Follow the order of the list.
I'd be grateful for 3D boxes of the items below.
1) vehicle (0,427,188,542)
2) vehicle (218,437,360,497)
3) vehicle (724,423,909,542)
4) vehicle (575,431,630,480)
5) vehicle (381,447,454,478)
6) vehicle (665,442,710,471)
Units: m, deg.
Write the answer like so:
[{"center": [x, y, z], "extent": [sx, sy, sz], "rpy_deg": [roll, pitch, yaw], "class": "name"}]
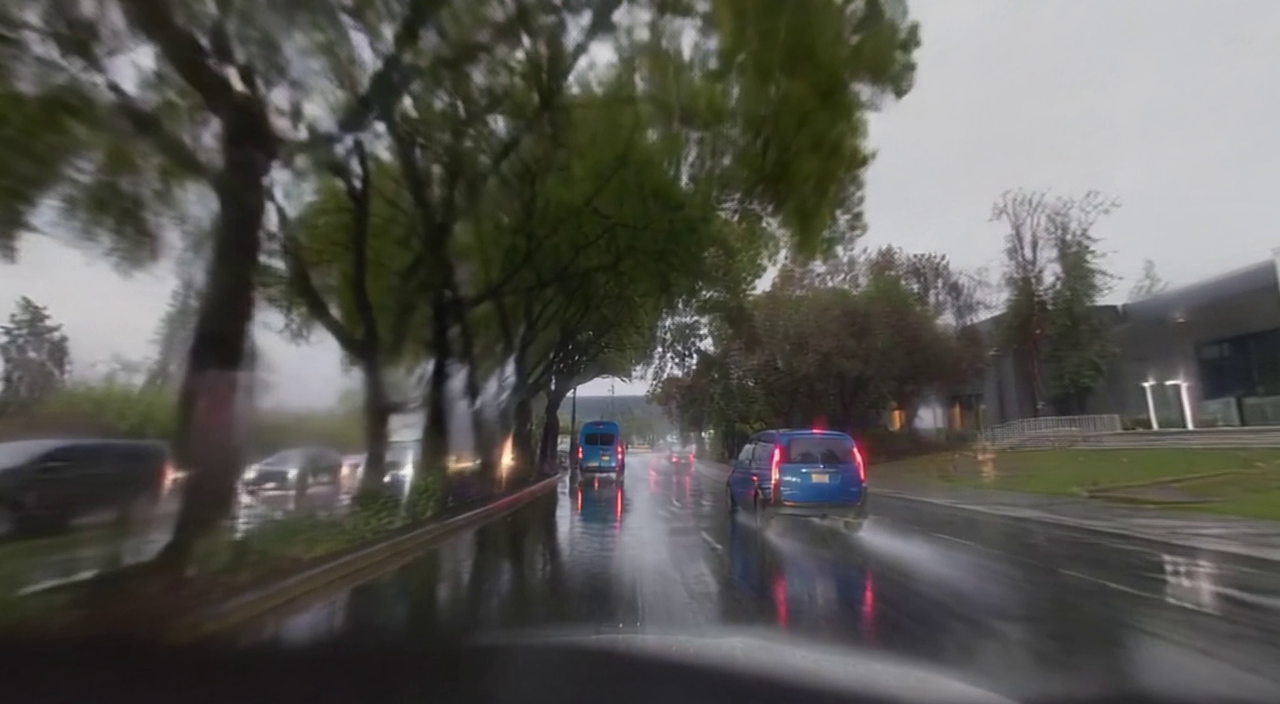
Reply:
[{"center": [-11.269, 2.375, 11.783], "extent": [2.091, 1.806, 4.859], "rpy_deg": [0, -9, -1], "class": "vehicle"}, {"center": [-11.459, 3.774, 21.107], "extent": [2.192, 1.754, 4.569], "rpy_deg": [0, -9, -1], "class": "vehicle"}, {"center": [2.805, 2.179, 11.165], "extent": [1.965, 1.671, 4.146], "rpy_deg": [0, -9, -2], "class": "vehicle"}, {"center": [-1.622, 4.681, 28.843], "extent": [2.228, 2.054, 4.309], "rpy_deg": [0, -9, 0], "class": "vehicle"}, {"center": [-11.656, 5.803, 33.508], "extent": [2.116, 1.481, 4.572], "rpy_deg": [0, -9, 1], "class": "vehicle"}, {"center": [2.833, 6.365, 38.660], "extent": [2.248, 1.692, 4.252], "rpy_deg": [0, -9, -2], "class": "vehicle"}]
